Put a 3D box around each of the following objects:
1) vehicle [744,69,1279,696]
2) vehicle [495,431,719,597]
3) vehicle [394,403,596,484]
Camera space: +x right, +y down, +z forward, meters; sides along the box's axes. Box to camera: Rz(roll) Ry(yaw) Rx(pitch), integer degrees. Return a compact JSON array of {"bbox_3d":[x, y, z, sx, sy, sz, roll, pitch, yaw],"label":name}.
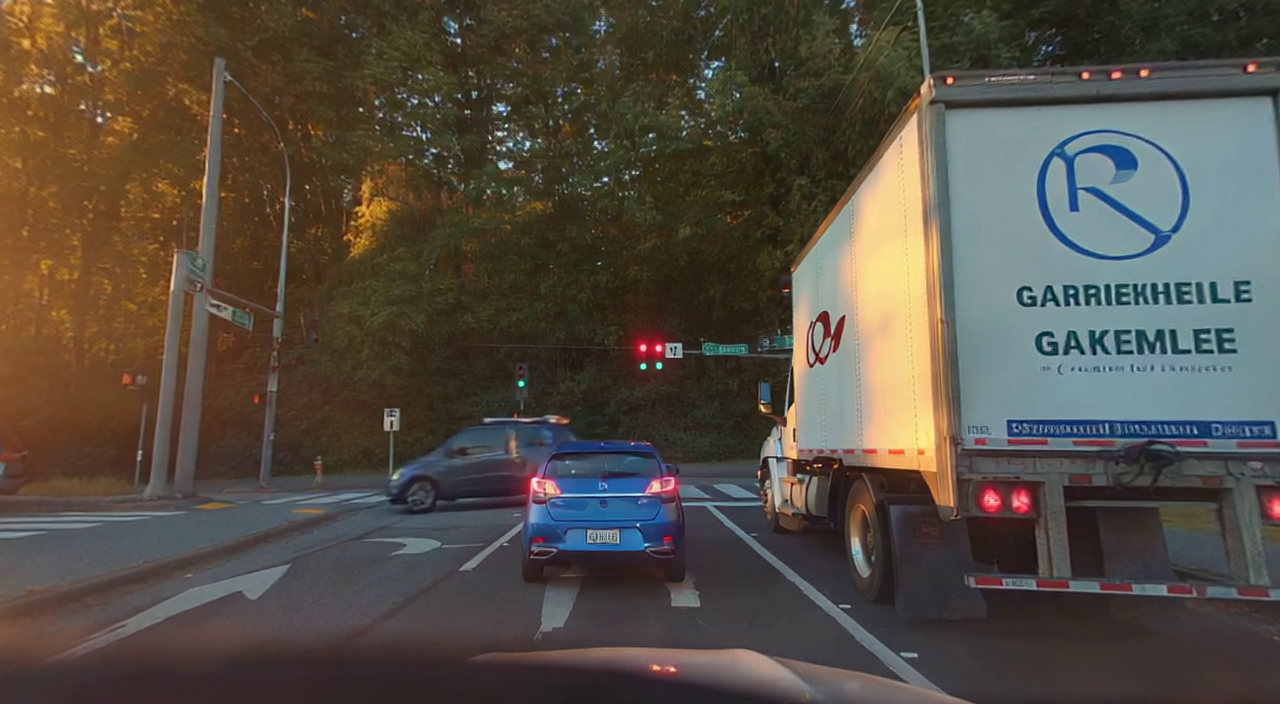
[{"bbox_3d":[3.580,0.792,8.586,2.884,3.753,9.763,0,-9,1],"label":"vehicle"},{"bbox_3d":[-0.327,1.714,7.424,1.975,1.457,3.526,0,-9,-1],"label":"vehicle"},{"bbox_3d":[-6.815,4.467,30.767,9.076,3.642,2.916,1,-9,-9],"label":"vehicle"}]
